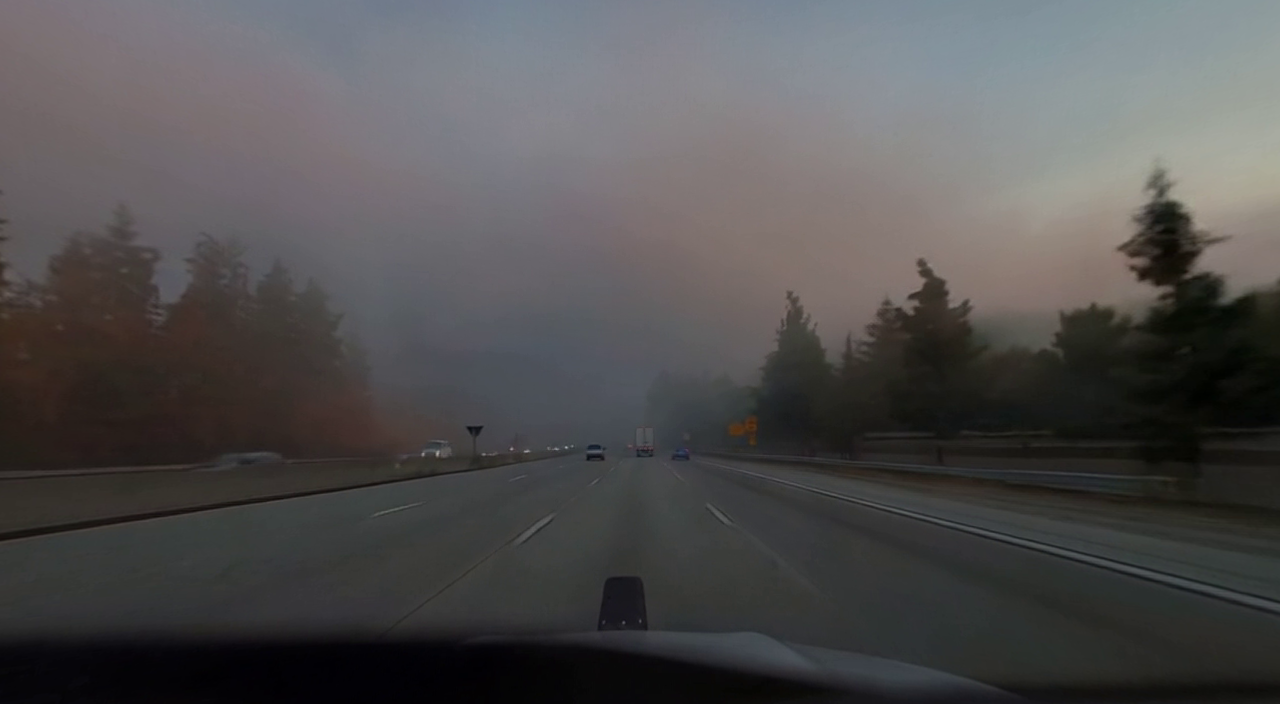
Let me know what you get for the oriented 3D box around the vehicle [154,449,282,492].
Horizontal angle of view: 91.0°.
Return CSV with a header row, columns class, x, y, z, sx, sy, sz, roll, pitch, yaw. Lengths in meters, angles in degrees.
class,x,y,z,sx,sy,sz,roll,pitch,yaw
vehicle,-15.715,4.391,23.766,1.912,1.410,4.181,0,-8,1
